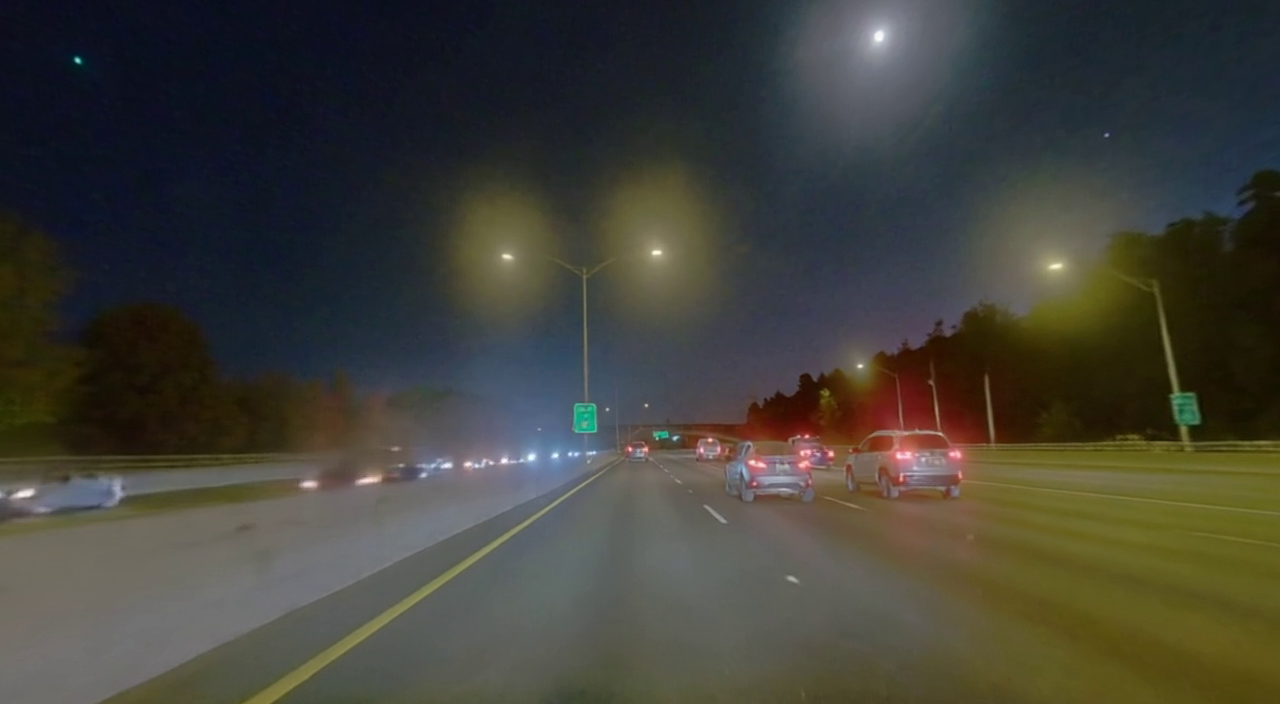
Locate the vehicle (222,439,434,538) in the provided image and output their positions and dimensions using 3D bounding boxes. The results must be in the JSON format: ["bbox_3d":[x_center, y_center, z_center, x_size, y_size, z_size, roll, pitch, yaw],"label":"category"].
[{"bbox_3d":[-5.690,2.506,12.256,1.948,1.554,4.122,0,-9,1],"label":"vehicle"}]

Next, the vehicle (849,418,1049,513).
[{"bbox_3d":[6.746,2.548,14.609,2.040,1.801,4.959,0,-9,-1],"label":"vehicle"}]

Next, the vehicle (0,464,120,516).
[{"bbox_3d":[-20.678,4.637,21.529,1.848,1.472,4.758,0,-9,0],"label":"vehicle"}]

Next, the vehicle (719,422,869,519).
[{"bbox_3d":[3.023,2.435,13.474,2.059,1.711,4.302,0,-9,0],"label":"vehicle"}]

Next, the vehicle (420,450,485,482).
[{"bbox_3d":[-9.457,5.766,32.249,2.020,1.494,4.353,0,-9,0],"label":"vehicle"}]

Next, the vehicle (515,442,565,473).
[{"bbox_3d":[-5.723,6.103,36.688,2.184,1.638,4.522,0,-9,0],"label":"vehicle"}]
